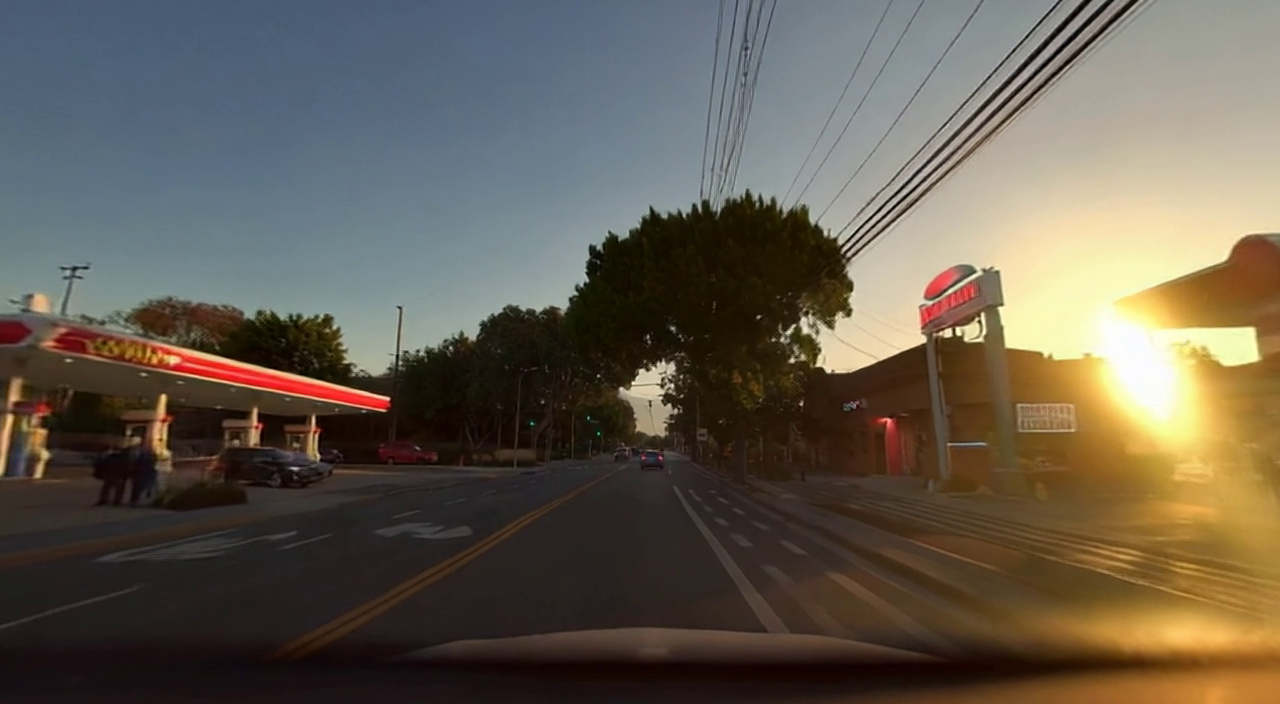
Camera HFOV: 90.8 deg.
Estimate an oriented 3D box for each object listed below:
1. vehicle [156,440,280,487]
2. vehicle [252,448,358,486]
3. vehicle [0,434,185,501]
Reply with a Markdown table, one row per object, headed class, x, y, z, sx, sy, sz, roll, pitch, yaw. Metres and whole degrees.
| class | x | y | z | sx | sy | sz | roll | pitch | yaw |
| --- | --- | --- | --- | --- | --- | --- | --- | --- | --- |
| vehicle | -16.942 | 4.481 | 25.686 | 1.928 | 1.708 | 4.344 | 0 | -9 | 2 |
| vehicle | -13.834 | 4.754 | 26.447 | 1.947 | 1.435 | 4.606 | 0 | -9 | 0 |
| vehicle | -16.520 | 3.451 | 19.238 | 1.890 | 1.761 | 4.578 | 0 | -9 | -1 |
